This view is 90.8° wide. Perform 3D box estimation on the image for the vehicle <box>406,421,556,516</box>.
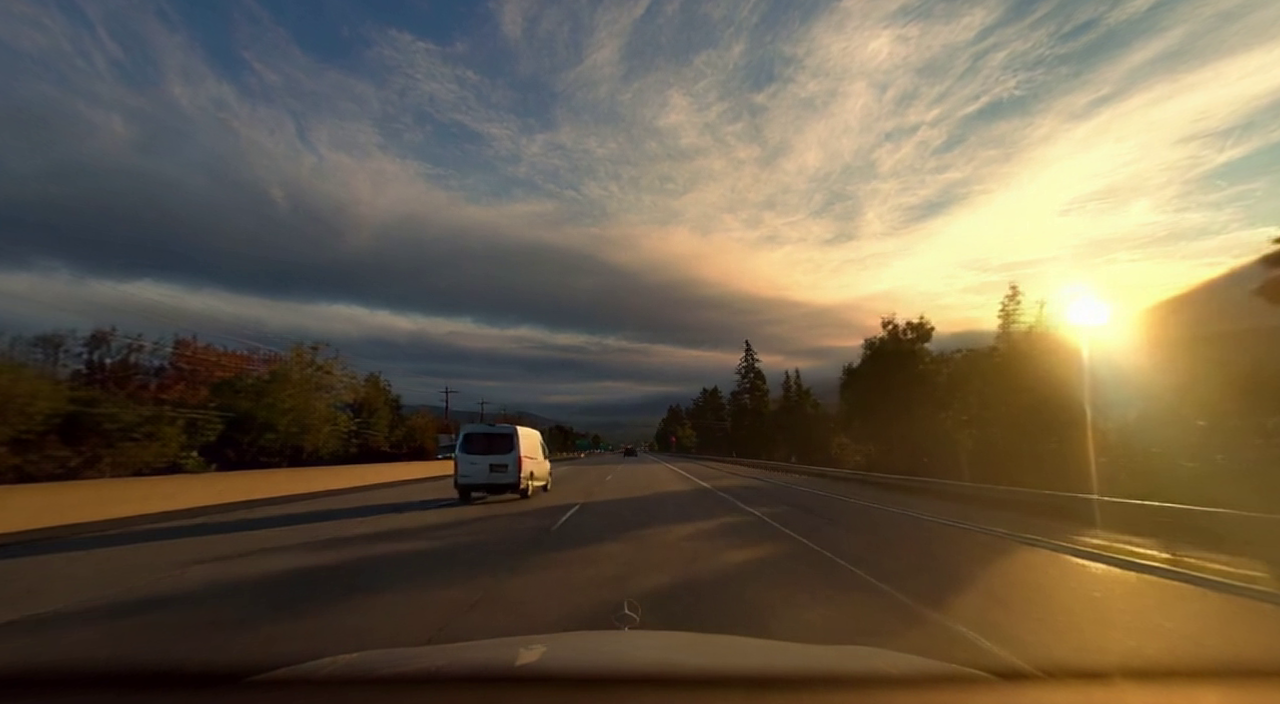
[{"bbox_3d":[-3.698,2.854,15.960,2.349,1.973,5.419,0,-9,0],"label":"vehicle"}]
